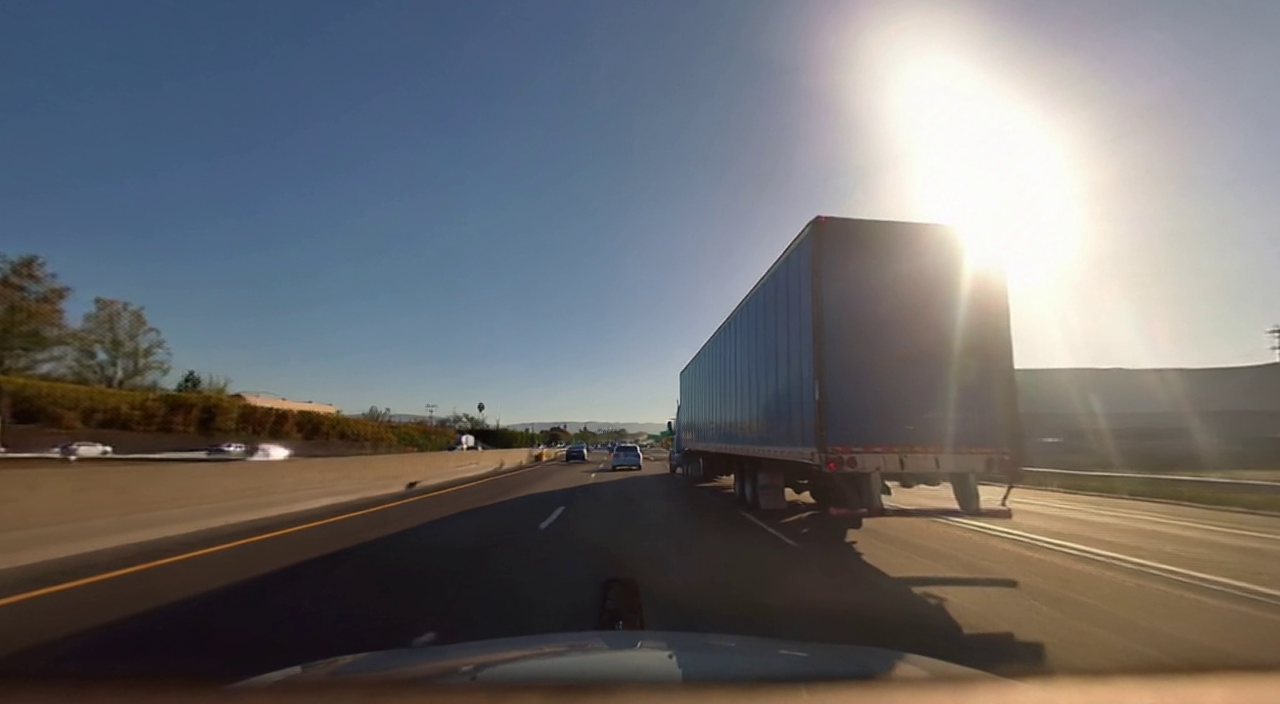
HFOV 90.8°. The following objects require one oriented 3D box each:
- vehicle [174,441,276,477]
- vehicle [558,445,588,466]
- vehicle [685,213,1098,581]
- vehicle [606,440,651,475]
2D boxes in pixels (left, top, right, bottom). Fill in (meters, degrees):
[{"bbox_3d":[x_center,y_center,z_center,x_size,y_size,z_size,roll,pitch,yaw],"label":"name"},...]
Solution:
[{"bbox_3d":[-20.529,5.316,31.531,2.103,1.665,4.517,0,-9,-1],"label":"vehicle"},{"bbox_3d":[-5.150,8.011,49.050,1.995,1.491,4.317,0,-9,-2],"label":"vehicle"},{"bbox_3d":[3.295,1.633,14.974,2.996,4.123,15.965,0,-9,-1],"label":"vehicle"},{"bbox_3d":[-0.606,5.425,32.747,2.191,1.685,4.015,0,-9,-1],"label":"vehicle"}]
